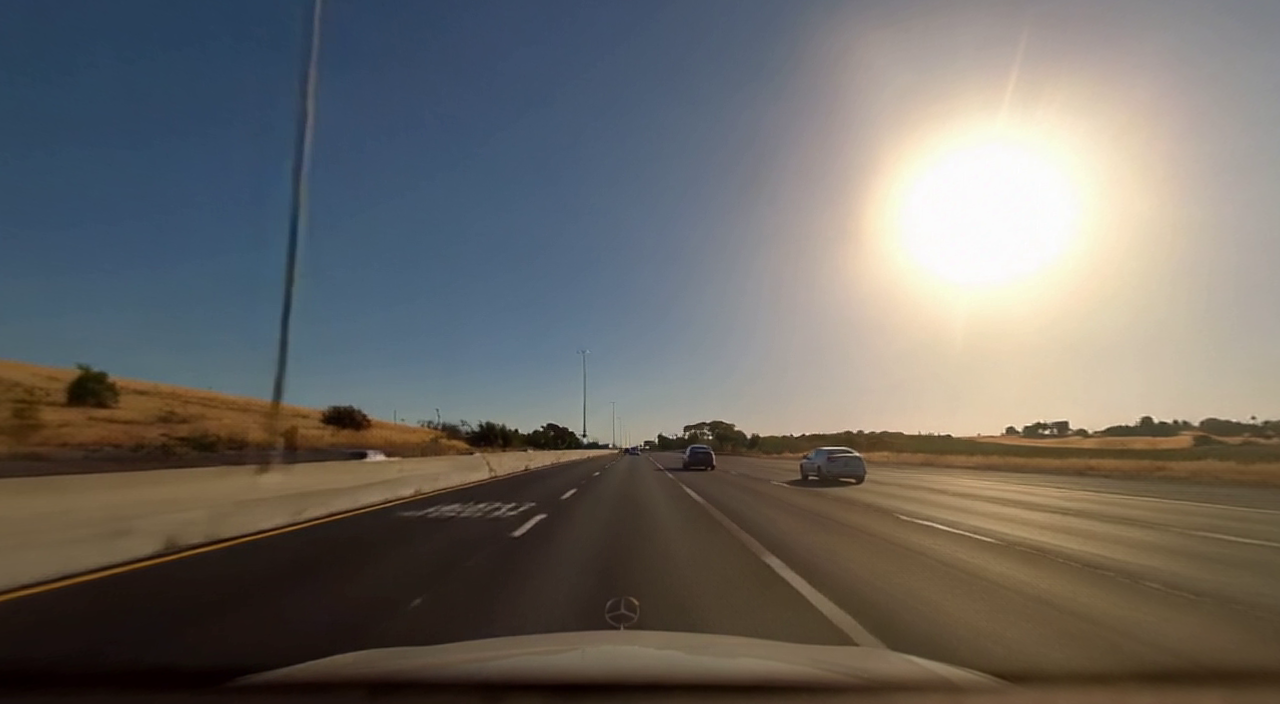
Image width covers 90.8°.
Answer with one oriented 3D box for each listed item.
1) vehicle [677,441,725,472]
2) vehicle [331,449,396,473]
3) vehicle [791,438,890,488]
[{"bbox_3d":[3.254,5.632,34.386,2.056,1.553,4.320,0,-9,-1],"label":"vehicle"},{"bbox_3d":[-18.212,7.168,41.854,2.106,1.363,5.076,0,-8,-1],"label":"vehicle"},{"bbox_3d":[6.728,3.753,21.698,2.038,1.528,3.910,0,-9,-1],"label":"vehicle"}]
